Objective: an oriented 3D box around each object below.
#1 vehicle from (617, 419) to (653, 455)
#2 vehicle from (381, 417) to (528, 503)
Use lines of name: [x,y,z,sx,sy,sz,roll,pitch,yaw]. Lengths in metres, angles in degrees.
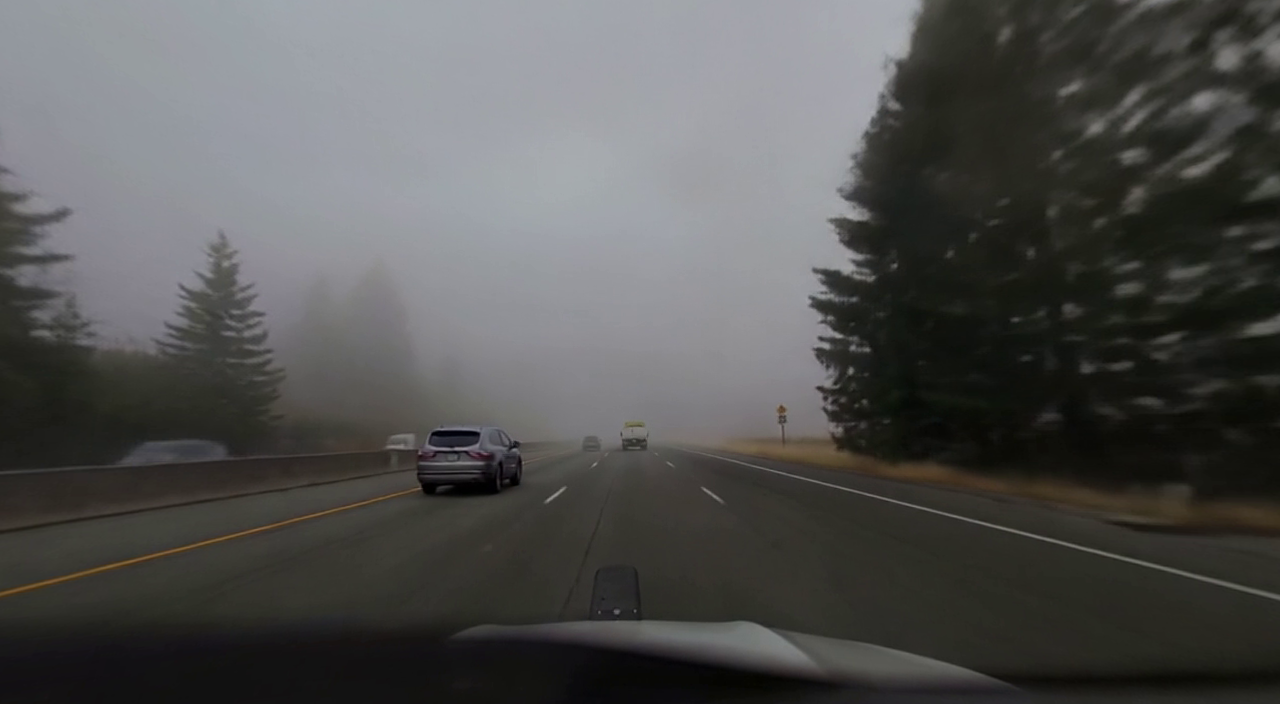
vehicle: [-0.393,6.434,47.562,2.526,2.531,5.026,0,-8,-1]
vehicle: [-3.970,2.378,14.362,2.045,1.655,4.301,0,-8,0]
